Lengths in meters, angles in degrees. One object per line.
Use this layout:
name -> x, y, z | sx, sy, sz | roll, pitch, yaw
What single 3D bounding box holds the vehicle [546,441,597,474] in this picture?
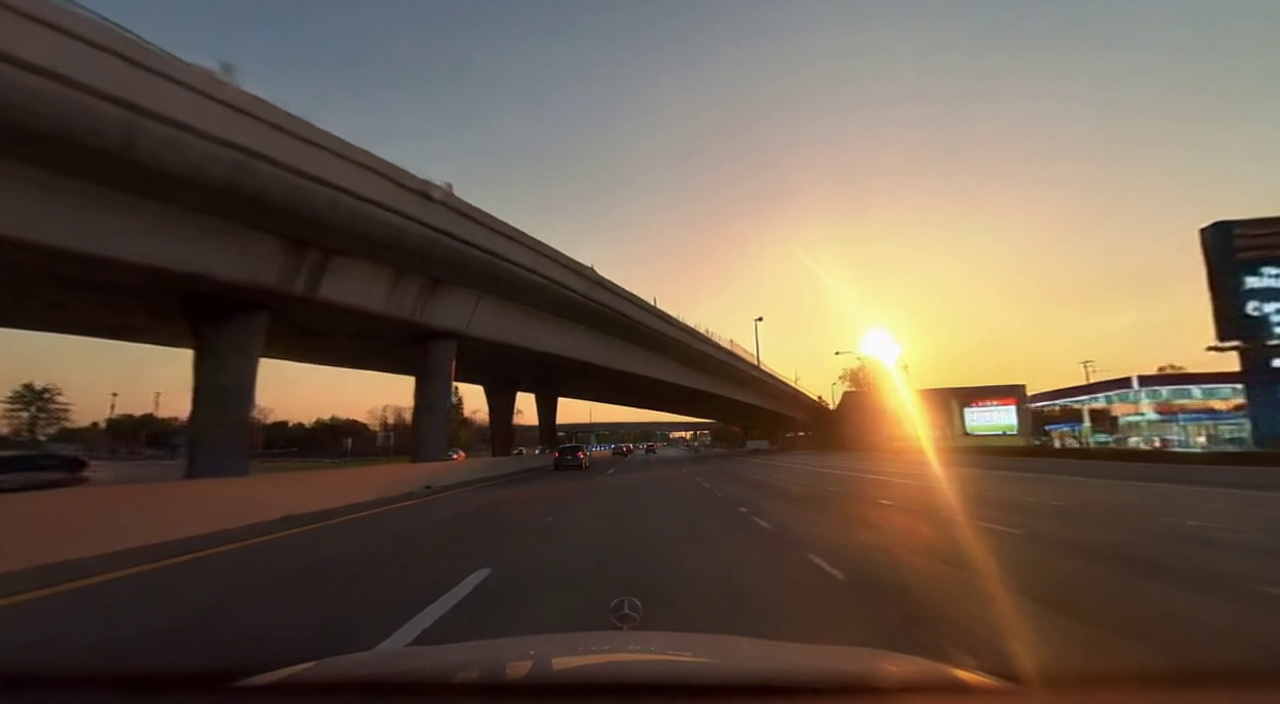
vehicle -> -3.420, 5.355, 32.260 | 2.114, 1.510, 4.186 | -1, -8, 1
